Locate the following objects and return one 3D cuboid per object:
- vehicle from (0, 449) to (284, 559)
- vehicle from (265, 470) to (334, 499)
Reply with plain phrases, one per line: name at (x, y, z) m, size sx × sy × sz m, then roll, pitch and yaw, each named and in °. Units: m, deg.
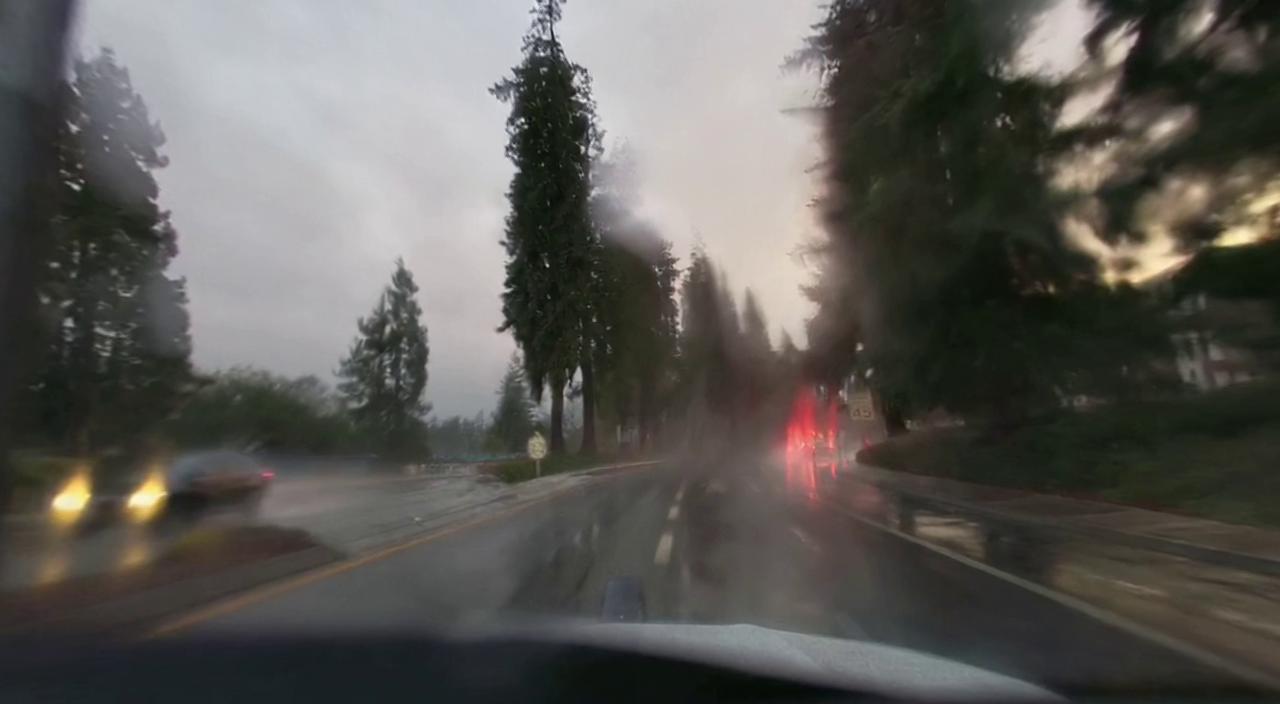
vehicle at (-9.162, 2.666, 11.925) m, size 1.995 × 1.639 × 4.313 m, roll -1°, pitch -9°, yaw 7°
vehicle at (-23.829, 9.272, 44.397) m, size 1.911 × 1.583 × 4.279 m, roll -8°, pitch -10°, yaw 12°
